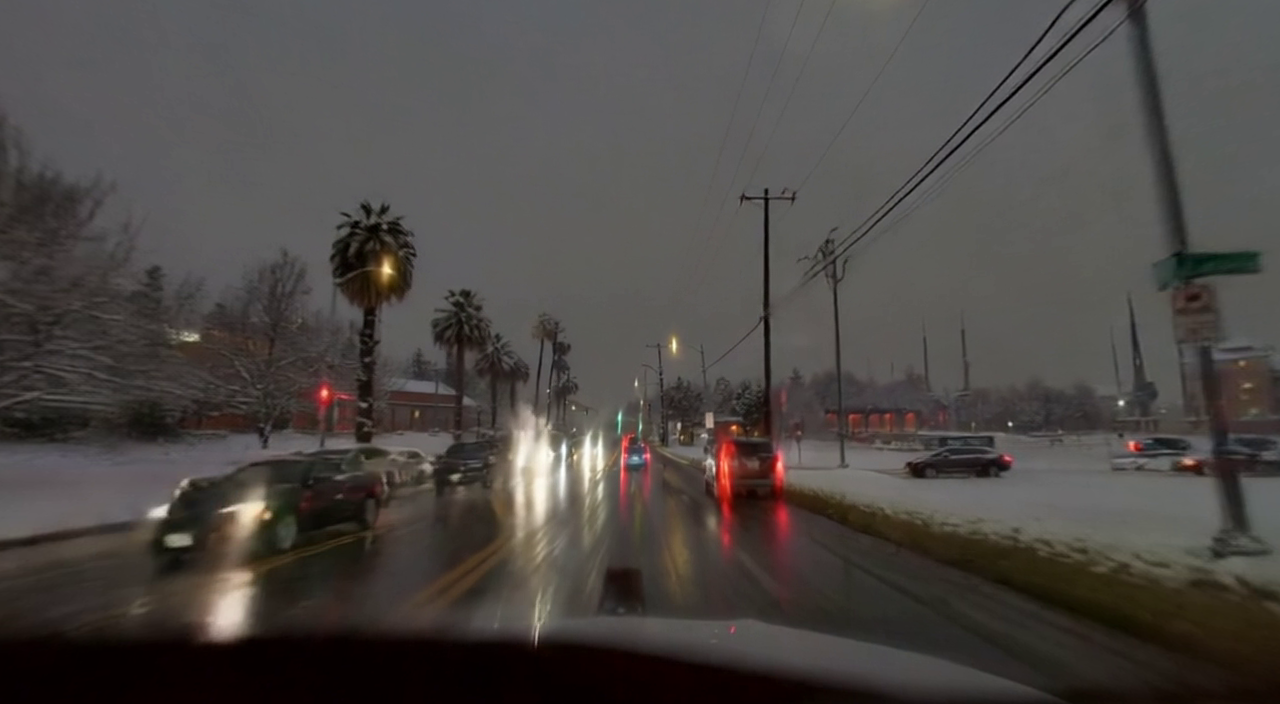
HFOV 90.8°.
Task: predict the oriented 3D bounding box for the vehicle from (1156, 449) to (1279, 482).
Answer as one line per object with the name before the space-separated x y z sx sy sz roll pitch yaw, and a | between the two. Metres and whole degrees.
vehicle | 30.030 5.888 32.850 4.463 1.600 2.122 0 -8 1

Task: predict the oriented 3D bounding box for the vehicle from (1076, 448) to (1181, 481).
vehicle | 25.411 5.845 32.977 3.611 1.590 2.171 0 -8 -1

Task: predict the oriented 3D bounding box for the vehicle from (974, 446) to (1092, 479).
vehicle | 20.491 5.765 33.084 4.673 1.592 2.193 -1 -8 2

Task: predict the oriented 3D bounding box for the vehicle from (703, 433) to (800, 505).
vehicle | 3.139 3.391 18.786 1.995 1.858 4.333 0 -8 -1

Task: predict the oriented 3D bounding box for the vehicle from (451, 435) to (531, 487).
vehicle | -5.919 4.374 25.806 2.106 1.890 4.783 0 -8 0

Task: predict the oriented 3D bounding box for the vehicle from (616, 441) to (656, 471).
vehicle | -0.254 6.108 37.211 2.196 1.655 3.939 0 -8 -1

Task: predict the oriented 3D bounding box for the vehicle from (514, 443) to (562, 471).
vehicle | -6.083 6.283 38.127 2.168 1.572 4.635 0 -8 -1

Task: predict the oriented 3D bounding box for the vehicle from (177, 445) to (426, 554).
vehicle | -5.710 2.487 11.485 2.074 1.541 4.395 0 -8 0

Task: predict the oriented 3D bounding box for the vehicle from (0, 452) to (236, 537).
vehicle | -11.957 3.219 14.899 2.062 1.609 4.233 0 -8 -1

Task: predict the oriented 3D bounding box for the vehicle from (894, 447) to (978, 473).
vehicle | 20.258 7.390 43.343 4.540 1.386 2.337 -4 -8 -1
